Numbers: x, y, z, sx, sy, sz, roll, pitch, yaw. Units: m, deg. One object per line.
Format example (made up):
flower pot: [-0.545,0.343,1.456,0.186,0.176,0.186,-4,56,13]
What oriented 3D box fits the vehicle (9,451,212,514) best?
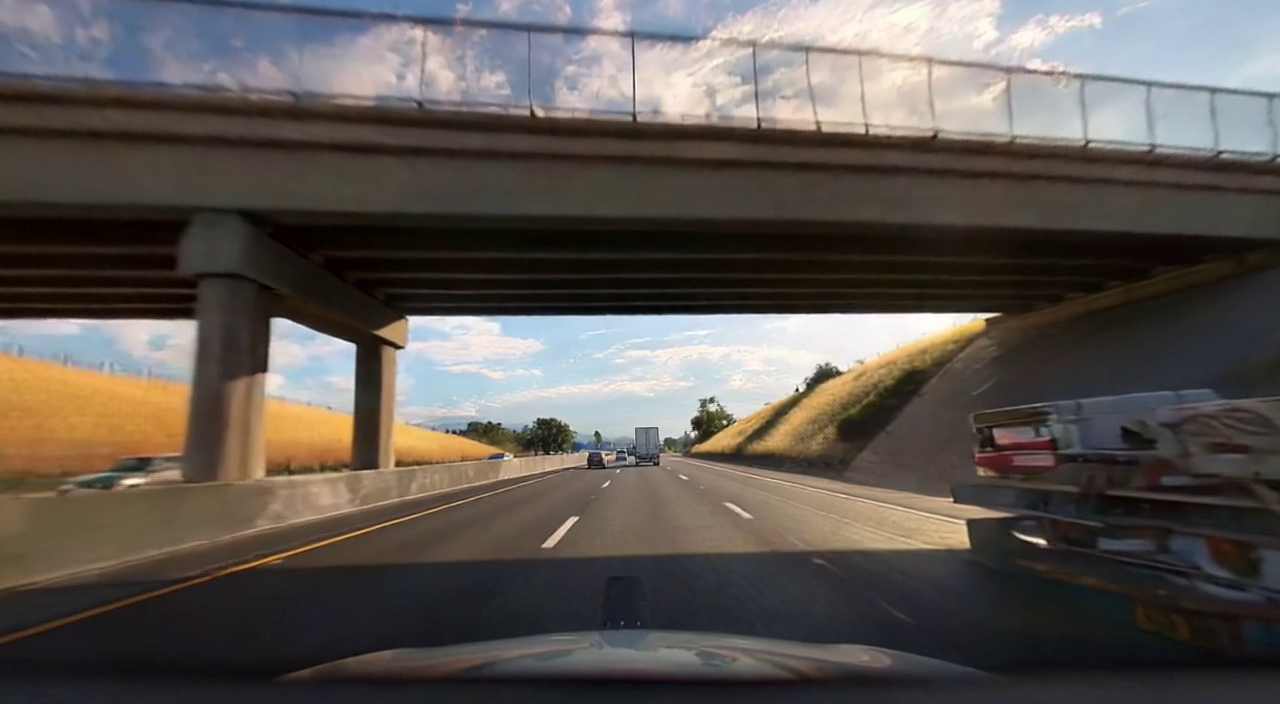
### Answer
vehicle: [-15.403,3.763,18.810,1.889,1.591,4.713,0,-9,1]

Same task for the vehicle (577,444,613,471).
vehicle: [-2.888,6.864,41.077,2.007,1.647,3.854,0,-9,1]
